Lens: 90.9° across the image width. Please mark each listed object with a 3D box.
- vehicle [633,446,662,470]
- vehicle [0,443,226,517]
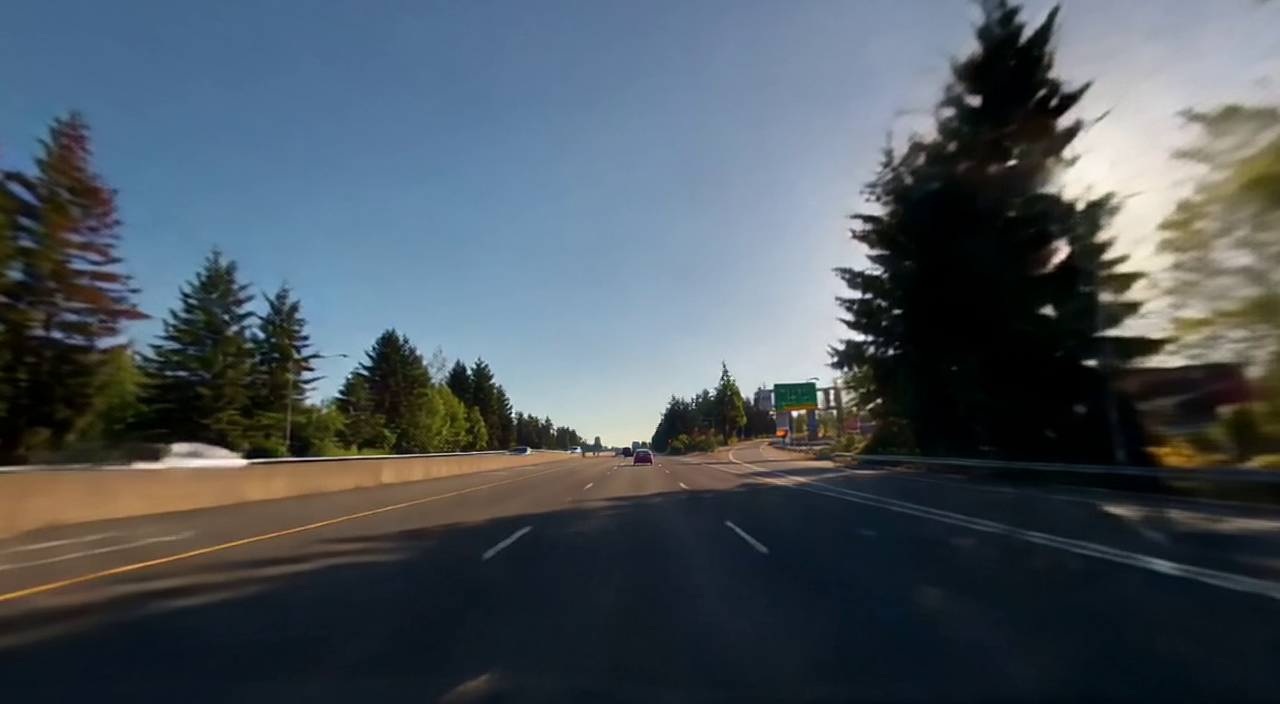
[{"bbox_3d":[0.521,7.945,47.254,2.087,1.682,4.388,0,-9,0],"label":"vehicle"},{"bbox_3d":[-12.596,3.031,15.438,1.898,1.514,4.398,0,-9,0],"label":"vehicle"}]
